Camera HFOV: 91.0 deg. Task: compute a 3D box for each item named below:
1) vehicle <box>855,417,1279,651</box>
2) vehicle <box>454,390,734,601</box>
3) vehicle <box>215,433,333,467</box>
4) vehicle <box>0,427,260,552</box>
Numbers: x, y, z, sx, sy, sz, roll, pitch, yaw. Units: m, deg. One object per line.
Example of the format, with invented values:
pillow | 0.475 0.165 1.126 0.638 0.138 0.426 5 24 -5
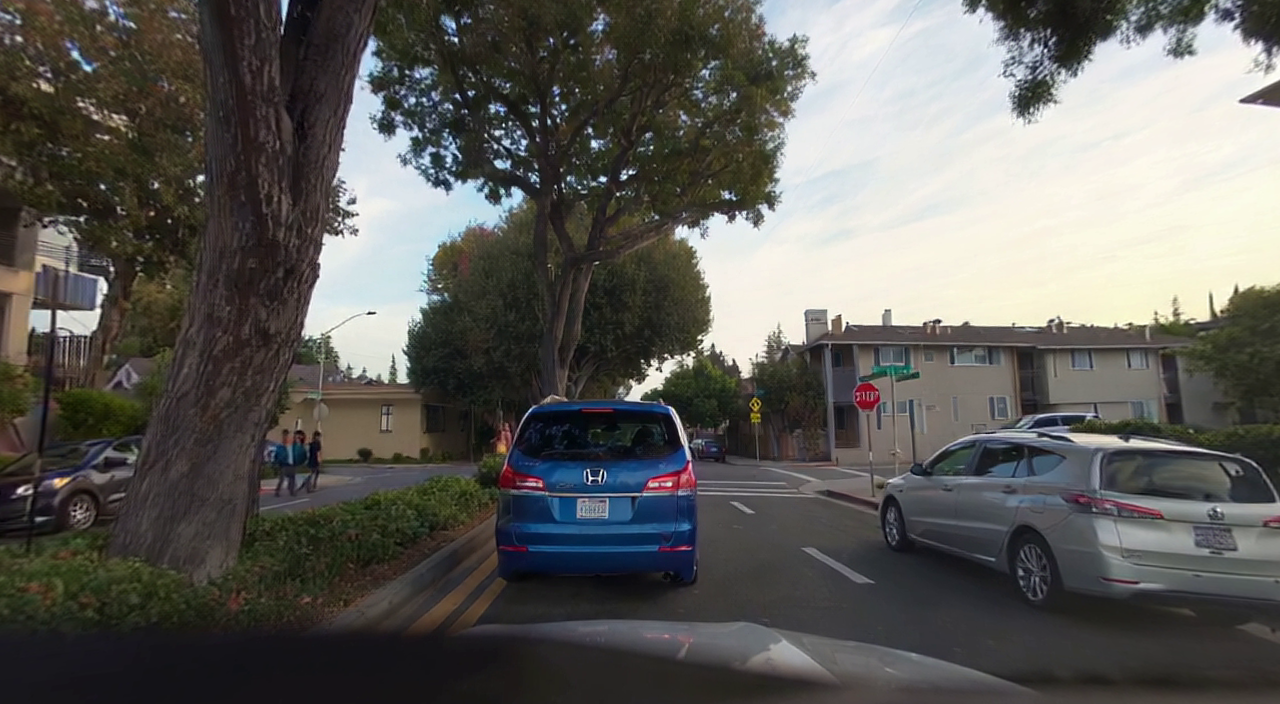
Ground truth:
vehicle | 4.217 1.680 6.908 1.959 1.581 4.731 4 -9 -2
vehicle | -0.402 1.569 7.768 2.377 1.787 4.652 0 -8 0
vehicle | -17.177 4.621 29.702 4.387 1.495 1.811 1 -8 -3
vehicle | -8.293 2.020 10.055 1.825 1.532 4.083 -3 -7 2
